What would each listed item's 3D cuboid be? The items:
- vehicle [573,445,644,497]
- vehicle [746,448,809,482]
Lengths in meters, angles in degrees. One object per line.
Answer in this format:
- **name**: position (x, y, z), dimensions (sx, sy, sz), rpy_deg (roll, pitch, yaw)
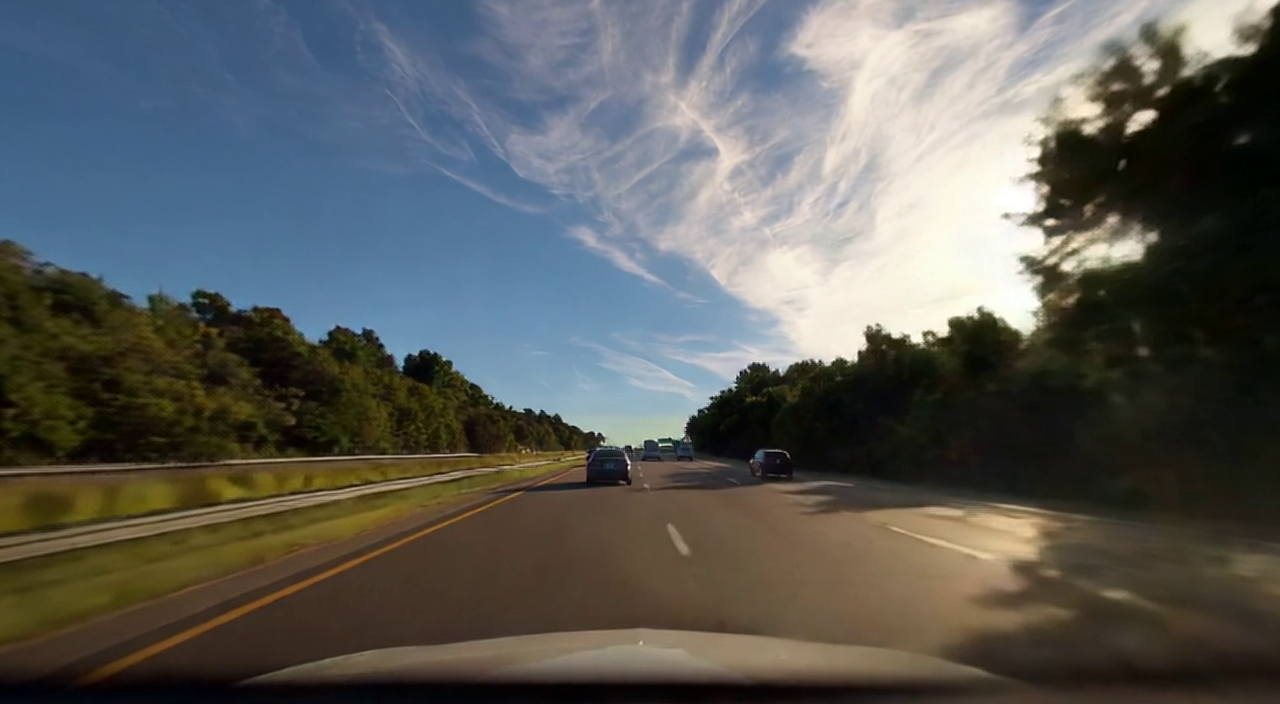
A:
- **vehicle**: position (-0.968, 3.770, 20.397), dimensions (2.053, 1.483, 4.185), rpy_deg (0, -9, -2)
- **vehicle**: position (6.287, 5.194, 29.213), dimensions (1.926, 1.483, 3.528), rpy_deg (0, -9, -3)
